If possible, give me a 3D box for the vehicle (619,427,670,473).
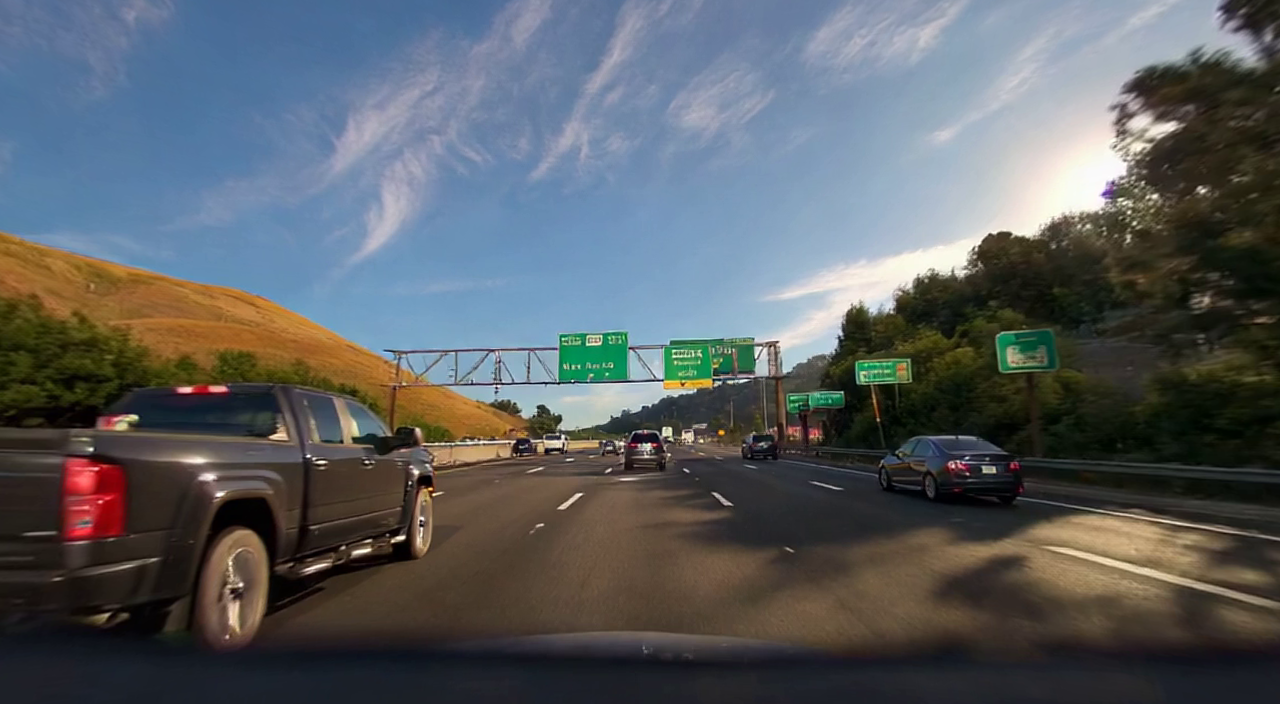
[{"bbox_3d":[0.182,4.185,27.106,2.052,1.808,3.898,0,-8,0],"label":"vehicle"}]

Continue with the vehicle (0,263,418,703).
[{"bbox_3d":[-3.511,0.927,3.871,2.316,1.999,5.765,0,-8,-2],"label":"vehicle"}]

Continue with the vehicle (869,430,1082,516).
[{"bbox_3d":[6.639,2.425,13.192,1.998,1.456,4.338,0,-8,-1],"label":"vehicle"}]

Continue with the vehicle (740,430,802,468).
[{"bbox_3d":[6.569,4.919,32.161,2.067,1.775,4.372,0,-8,-2],"label":"vehicle"}]

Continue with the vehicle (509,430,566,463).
[{"bbox_3d":[-6.078,5.717,38.242,2.238,1.837,5.979,-1,-8,2],"label":"vehicle"}]
